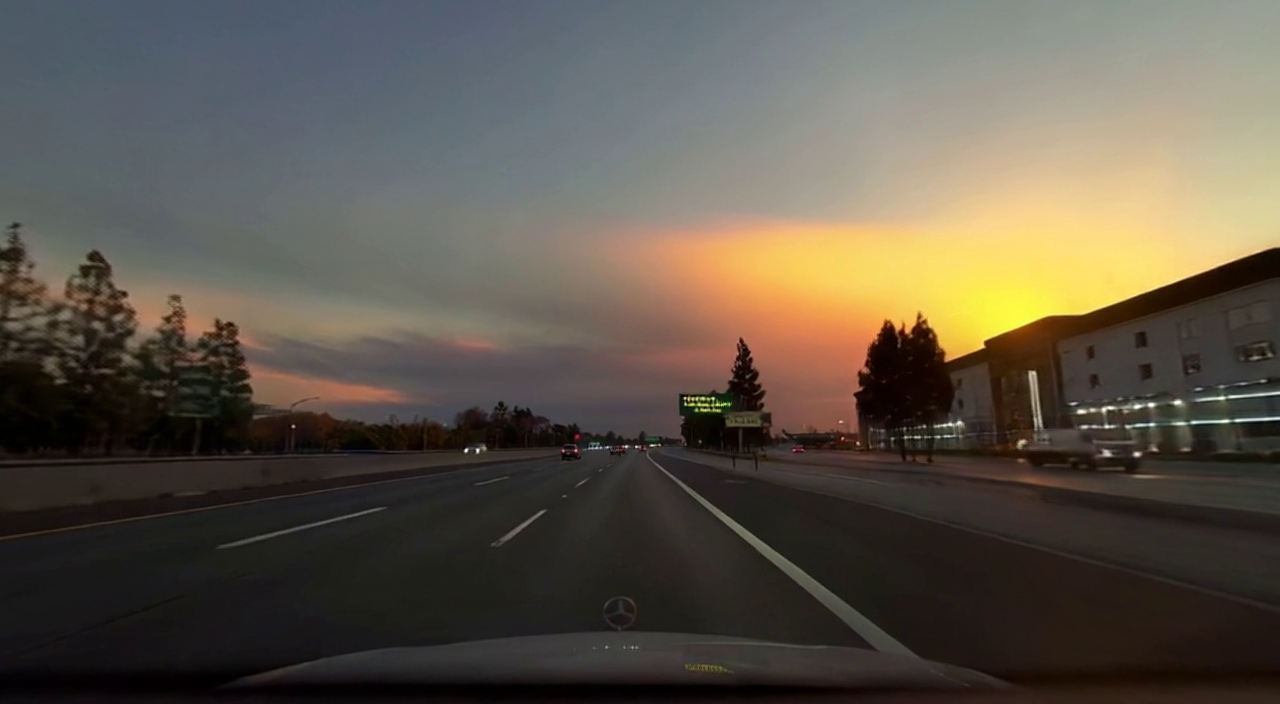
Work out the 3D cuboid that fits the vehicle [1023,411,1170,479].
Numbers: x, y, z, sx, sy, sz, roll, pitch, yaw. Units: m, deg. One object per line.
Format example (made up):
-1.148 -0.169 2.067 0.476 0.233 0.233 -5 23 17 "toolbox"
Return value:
24.754 5.117 34.918 3.065 3.244 7.356 -3 -8 6 "vehicle"
